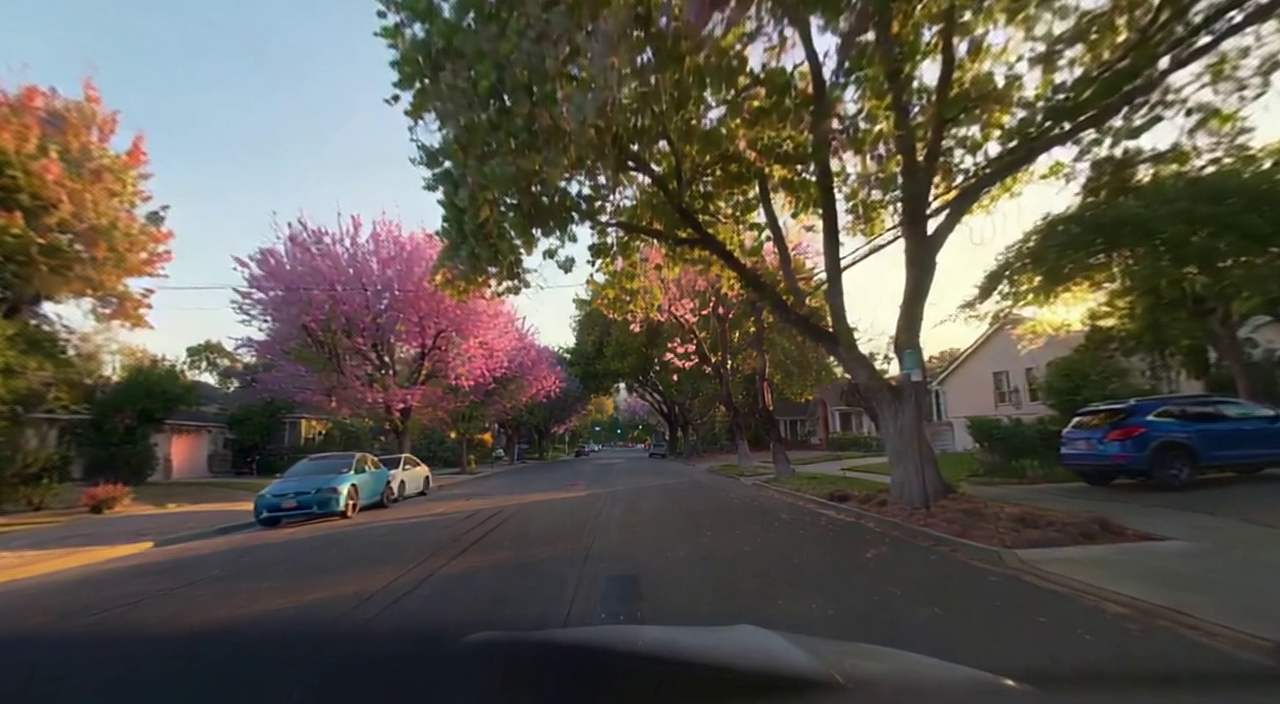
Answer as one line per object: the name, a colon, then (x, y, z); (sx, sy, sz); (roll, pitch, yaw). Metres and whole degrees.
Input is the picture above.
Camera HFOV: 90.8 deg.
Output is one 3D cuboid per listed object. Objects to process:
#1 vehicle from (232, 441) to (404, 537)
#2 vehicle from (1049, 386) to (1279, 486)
vehicle: (-6.429, 2.691, 13.216); (1.874, 1.497, 4.233); (-2, -7, -7)
vehicle: (11.485, 1.672, 12.599); (5.198, 1.813, 2.028); (0, -8, -1)
